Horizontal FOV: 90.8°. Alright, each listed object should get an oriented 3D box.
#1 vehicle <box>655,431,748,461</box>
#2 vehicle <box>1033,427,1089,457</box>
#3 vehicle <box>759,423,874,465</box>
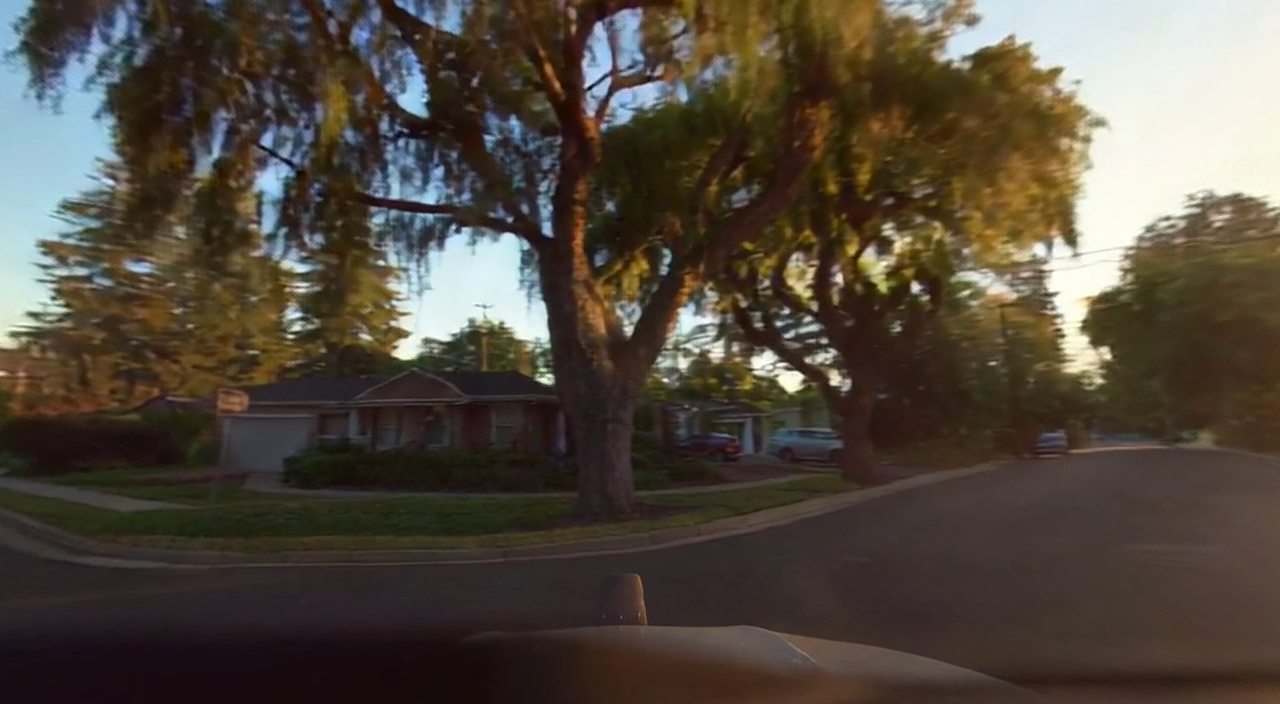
[{"bbox_3d":[3.147,4.896,32.866,4.531,1.470,1.855,-7,-11,39],"label":"vehicle"},{"bbox_3d":[26.566,5.668,39.817,2.319,1.758,4.545,-7,-11,39],"label":"vehicle"},{"bbox_3d":[7.934,4.183,28.640,4.559,1.745,1.918,-6,-10,36],"label":"vehicle"}]
